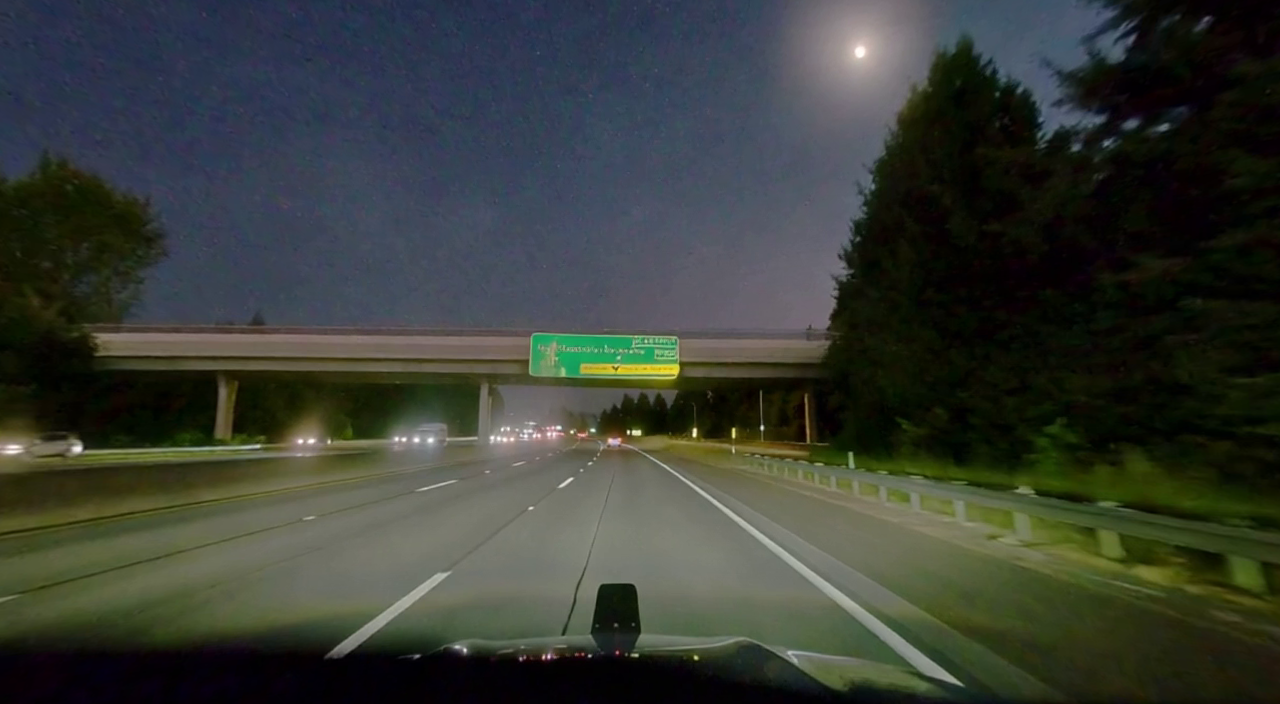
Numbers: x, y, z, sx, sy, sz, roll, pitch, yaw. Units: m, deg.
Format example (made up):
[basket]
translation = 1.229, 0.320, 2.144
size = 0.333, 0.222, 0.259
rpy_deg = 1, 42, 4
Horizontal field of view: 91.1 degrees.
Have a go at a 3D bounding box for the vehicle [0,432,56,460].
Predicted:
[vehicle]
translation = -34.678, 5.105, 34.211
size = 1.746, 1.476, 4.277
rpy_deg = 0, -8, -2
